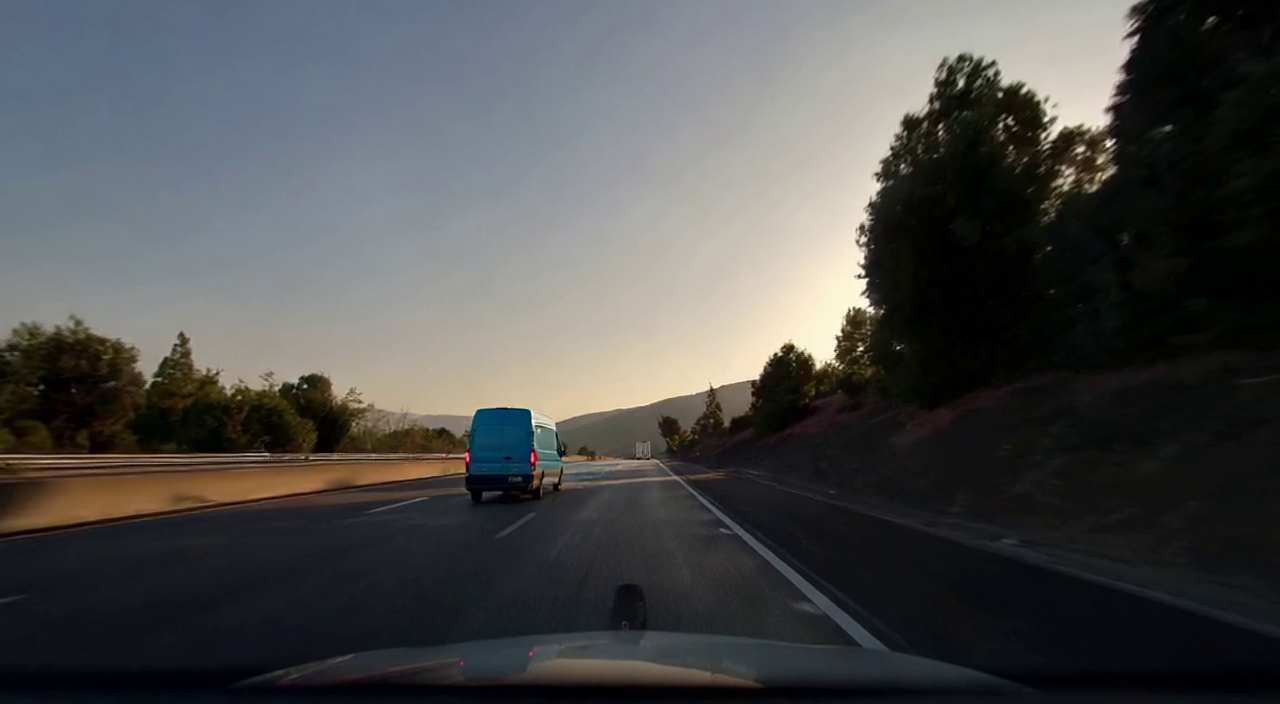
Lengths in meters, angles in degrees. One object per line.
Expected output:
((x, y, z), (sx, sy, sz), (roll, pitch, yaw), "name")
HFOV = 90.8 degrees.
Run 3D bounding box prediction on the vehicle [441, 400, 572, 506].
((-3.562, 2.915, 18.377), (2.437, 2.565, 5.829), (0, -9, 1), "vehicle")
